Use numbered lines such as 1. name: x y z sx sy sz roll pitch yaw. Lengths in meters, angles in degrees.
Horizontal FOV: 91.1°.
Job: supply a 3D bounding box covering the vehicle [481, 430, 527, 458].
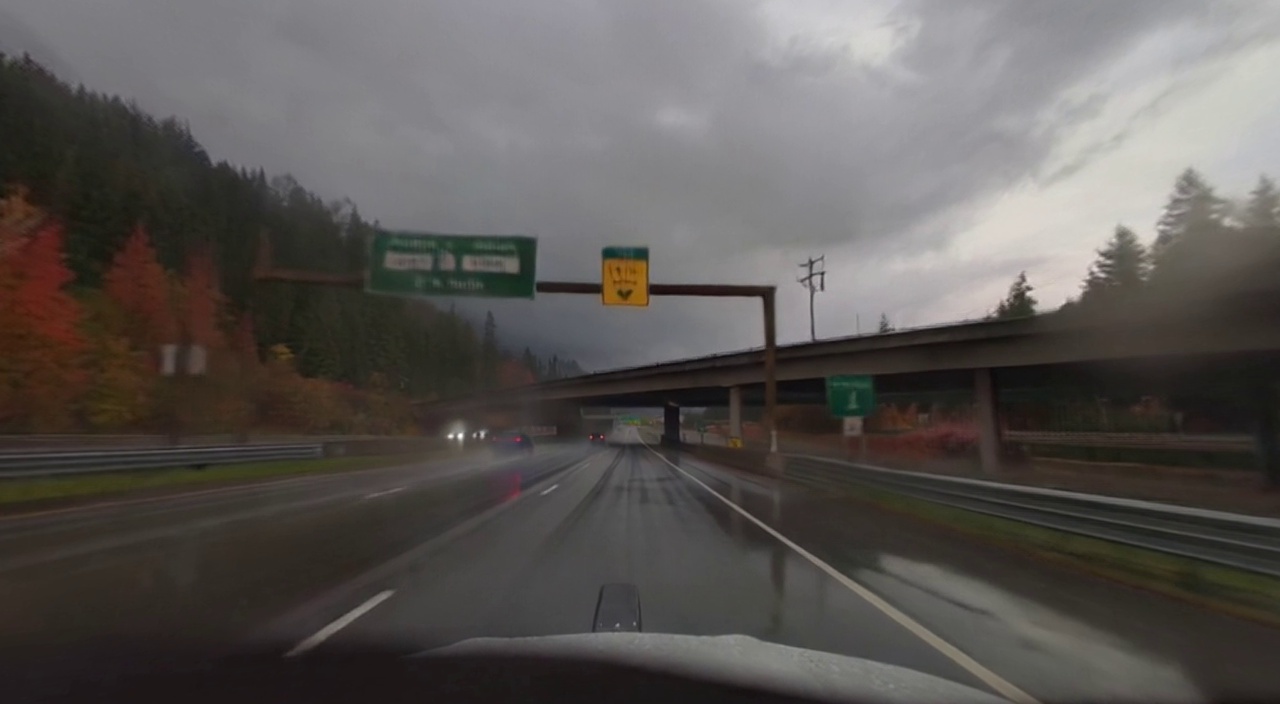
1. vehicle: -8.584 5.812 40.066 1.987 1.677 4.580 0 -8 0
